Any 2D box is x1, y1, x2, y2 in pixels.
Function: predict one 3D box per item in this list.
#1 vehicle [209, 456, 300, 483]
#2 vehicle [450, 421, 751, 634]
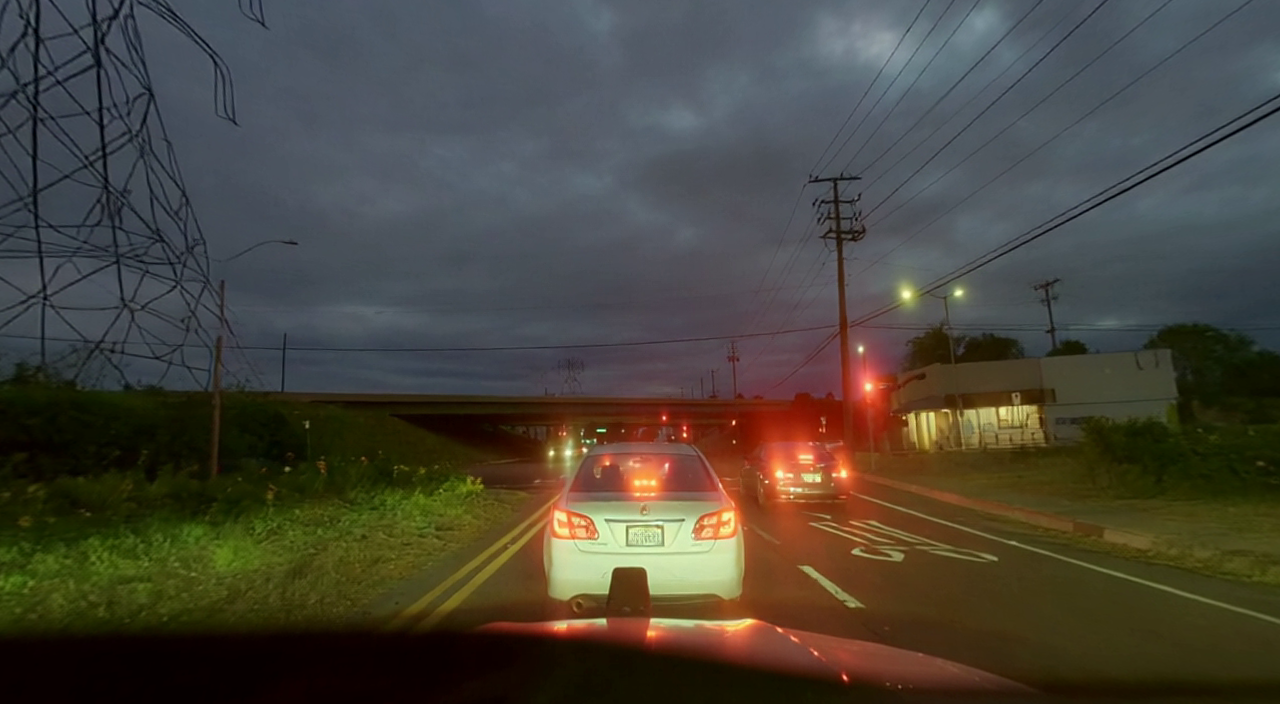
[{"bbox_3d":[-24.783,7.538,40.635,1.808,1.539,4.600,-8,-11,40],"label":"vehicle"},{"bbox_3d":[-0.239,1.529,6.467,2.090,1.458,4.033,-1,-9,1],"label":"vehicle"}]
